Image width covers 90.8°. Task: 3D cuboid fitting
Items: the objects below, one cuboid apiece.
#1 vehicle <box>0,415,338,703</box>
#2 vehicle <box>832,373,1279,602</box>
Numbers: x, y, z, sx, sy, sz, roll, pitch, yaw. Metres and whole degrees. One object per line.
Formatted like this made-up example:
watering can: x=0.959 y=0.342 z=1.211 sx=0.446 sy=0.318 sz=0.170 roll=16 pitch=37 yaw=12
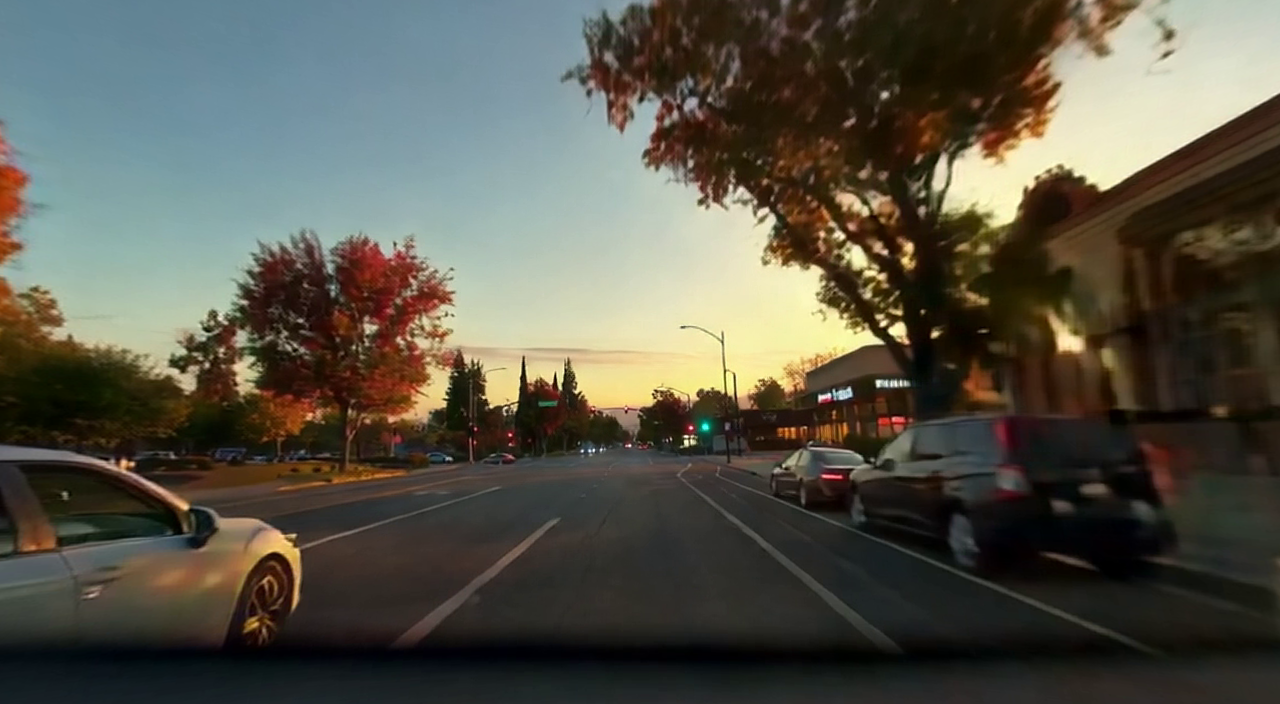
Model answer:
vehicle: x=-3.047 y=0.932 z=2.060 sx=1.874 sy=1.424 sz=4.553 roll=0 pitch=-9 yaw=0
vehicle: x=4.487 y=1.581 z=8.313 sx=2.110 sy=1.992 sz=5.428 roll=0 pitch=-9 yaw=-1
